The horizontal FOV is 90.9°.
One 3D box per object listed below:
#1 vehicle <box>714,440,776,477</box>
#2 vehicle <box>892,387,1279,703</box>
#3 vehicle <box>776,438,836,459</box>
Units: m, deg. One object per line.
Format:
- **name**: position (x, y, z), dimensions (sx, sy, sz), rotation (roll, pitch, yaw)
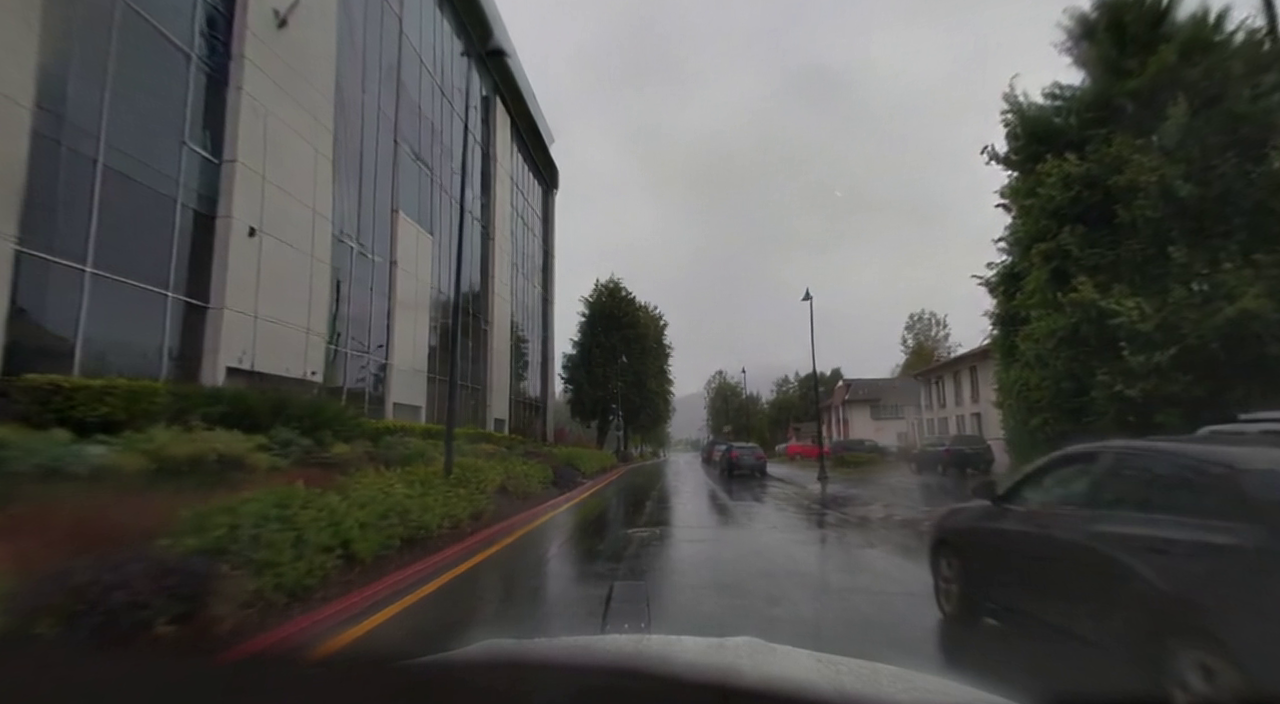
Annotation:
- **vehicle**: position (4.434, 4.582, 27.307), dimensions (2.024, 1.475, 4.565), rotation (0, -9, 1)
- **vehicle**: position (3.232, 1.050, 3.318), dimensions (2.026, 1.483, 4.654), rotation (0, -9, 2)
- **vehicle**: position (13.029, 7.615, 49.724), dimensions (4.163, 1.471, 1.914), rotation (-1, -9, -1)
